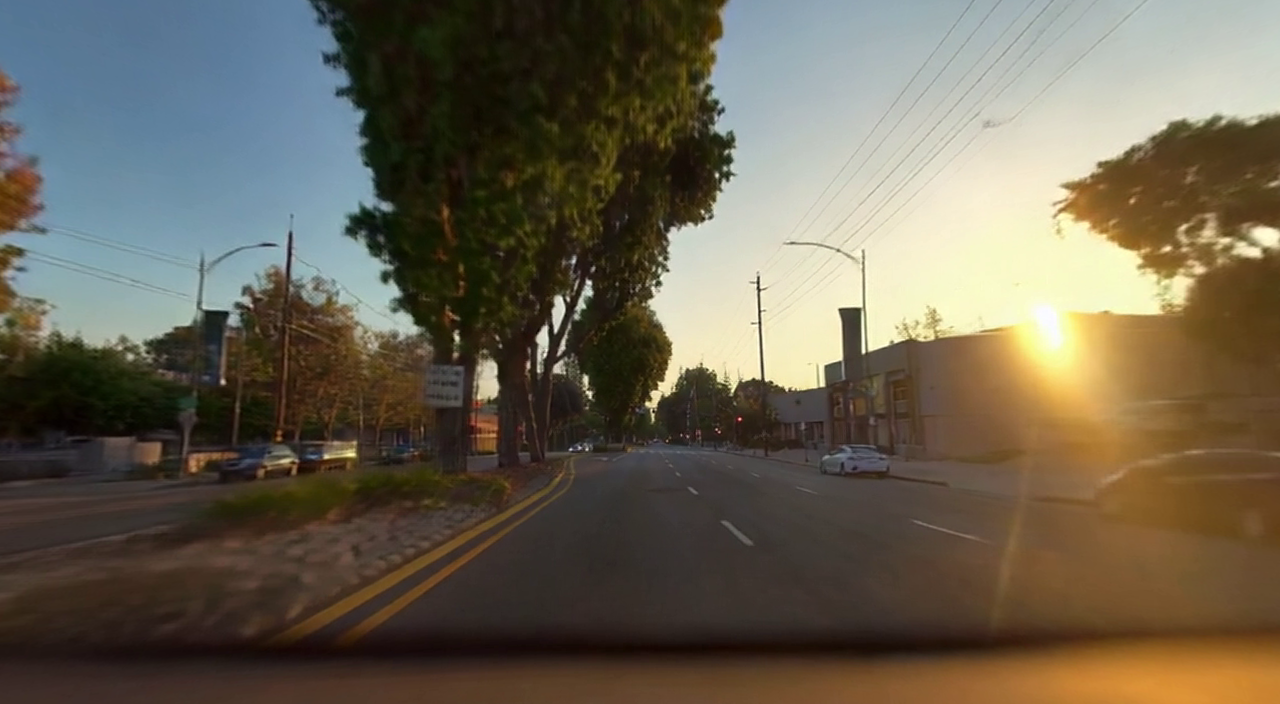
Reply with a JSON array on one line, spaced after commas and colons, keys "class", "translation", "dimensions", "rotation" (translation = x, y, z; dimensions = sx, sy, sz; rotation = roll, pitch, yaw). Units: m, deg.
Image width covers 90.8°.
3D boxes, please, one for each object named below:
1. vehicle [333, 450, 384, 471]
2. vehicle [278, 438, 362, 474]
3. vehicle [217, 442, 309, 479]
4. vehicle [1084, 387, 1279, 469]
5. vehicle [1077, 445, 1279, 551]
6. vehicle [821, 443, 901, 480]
[{"class": "vehicle", "translation": [-19.080, 7.339, 42.983], "dimensions": [1.928, 1.336, 3.353], "rotation": [0, -9, 0]}, {"class": "vehicle", "translation": [-19.176, 6.215, 38.207], "dimensions": [2.085, 1.957, 5.548], "rotation": [-1, -8, 1]}, {"class": "vehicle", "translation": [-19.424, 5.604, 32.833], "dimensions": [1.966, 1.753, 4.634], "rotation": [0, -9, -2]}, {"class": "vehicle", "translation": [18.875, 2.732, 22.017], "dimensions": [2.179, 2.441, 5.974], "rotation": [0, -9, -3]}, {"class": "vehicle", "translation": [9.865, 2.295, 10.507], "dimensions": [1.926, 1.464, 4.436], "rotation": [0, -9, -1]}, {"class": "vehicle", "translation": [9.960, 4.964, 28.946], "dimensions": [1.919, 1.546, 4.730], "rotation": [0, -9, 0]}]
